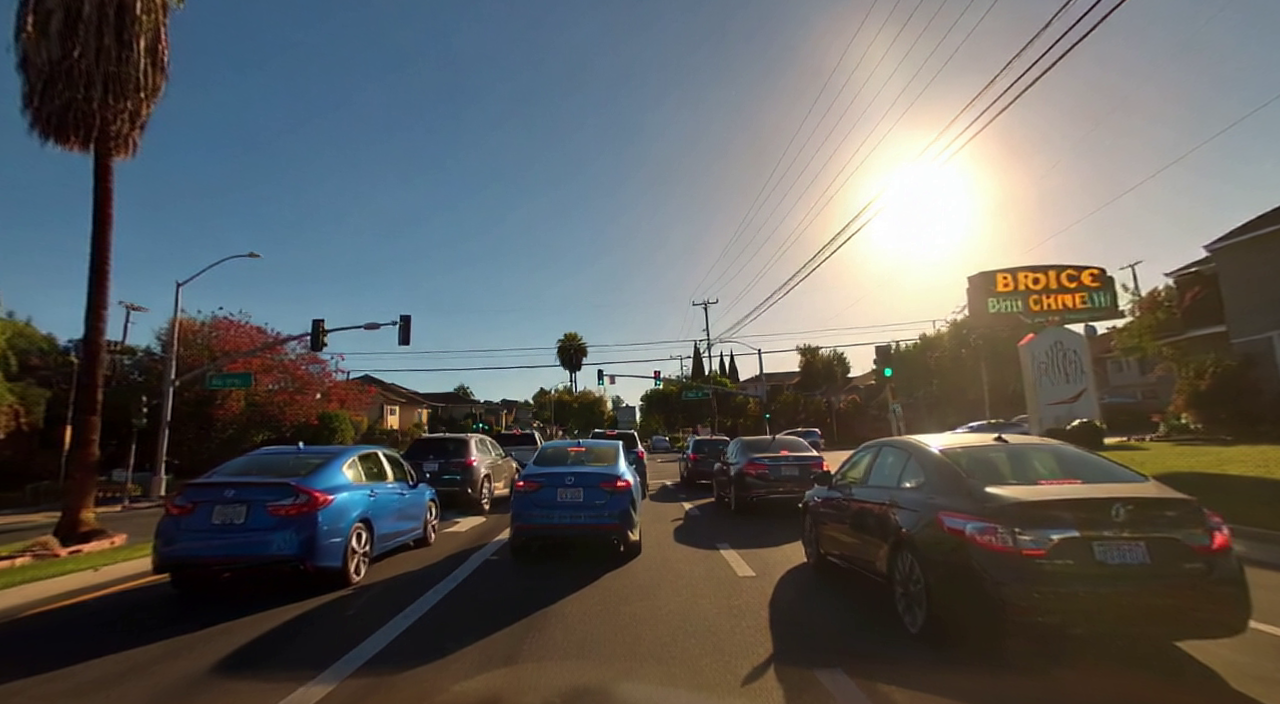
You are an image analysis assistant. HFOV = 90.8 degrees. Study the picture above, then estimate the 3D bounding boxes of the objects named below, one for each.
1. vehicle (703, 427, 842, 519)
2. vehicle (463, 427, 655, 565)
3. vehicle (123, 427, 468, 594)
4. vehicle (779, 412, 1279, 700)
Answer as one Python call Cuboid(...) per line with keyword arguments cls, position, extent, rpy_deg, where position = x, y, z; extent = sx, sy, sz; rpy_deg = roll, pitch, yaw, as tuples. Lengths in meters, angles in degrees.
Cuboid(cls="vehicle", position=(2.568, 2.468, 13.405), extent=(1.956, 1.615, 4.205), rpy_deg=(0, -9, -1))
Cuboid(cls="vehicle", position=(-0.963, 1.872, 8.941), extent=(2.104, 1.500, 3.815), rpy_deg=(0, -9, -2))
Cuboid(cls="vehicle", position=(-3.713, 1.763, 8.005), extent=(2.058, 1.474, 4.473), rpy_deg=(0, -9, -3))
Cuboid(cls="vehicle", position=(2.756, 1.373, 5.489), extent=(2.014, 1.464, 4.312), rpy_deg=(0, -8, -1))
